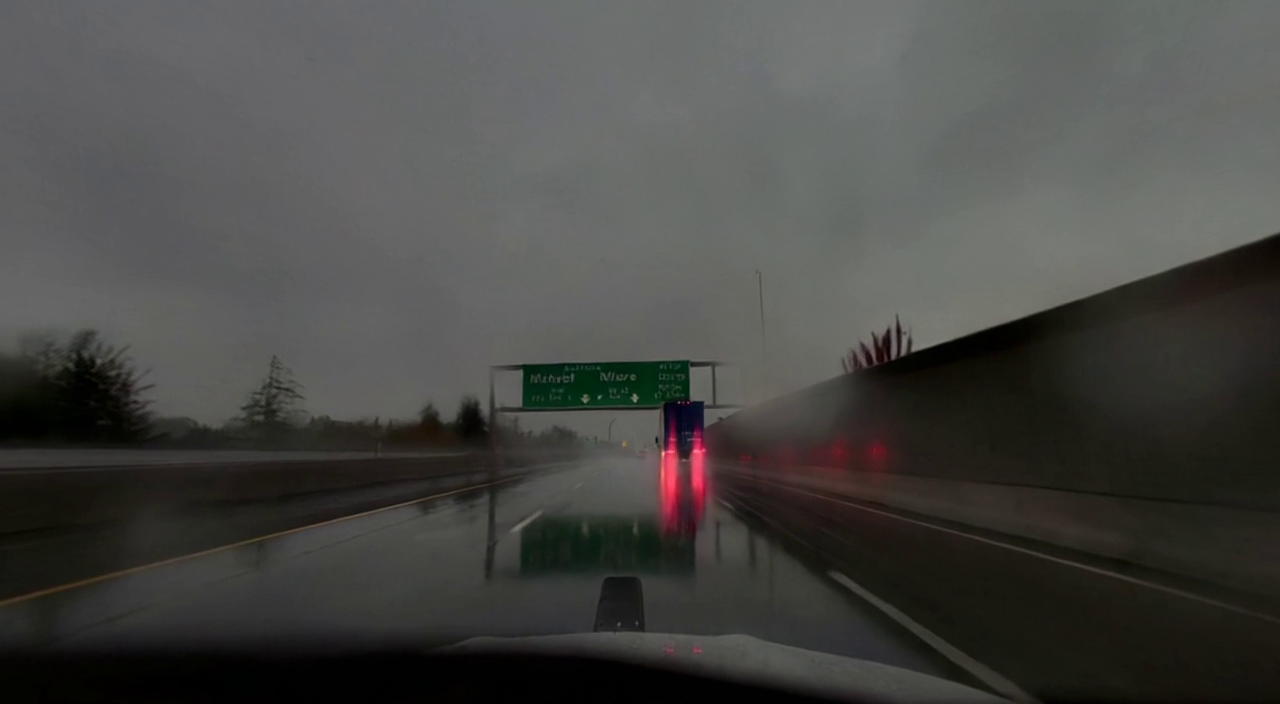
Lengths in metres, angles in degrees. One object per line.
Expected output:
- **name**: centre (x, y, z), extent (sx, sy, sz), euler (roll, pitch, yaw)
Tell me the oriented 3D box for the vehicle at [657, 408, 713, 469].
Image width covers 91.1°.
- **vehicle**: centre (3.190, 6.843, 48.946), extent (3.244, 4.020, 14.561), euler (0, -9, 0)
